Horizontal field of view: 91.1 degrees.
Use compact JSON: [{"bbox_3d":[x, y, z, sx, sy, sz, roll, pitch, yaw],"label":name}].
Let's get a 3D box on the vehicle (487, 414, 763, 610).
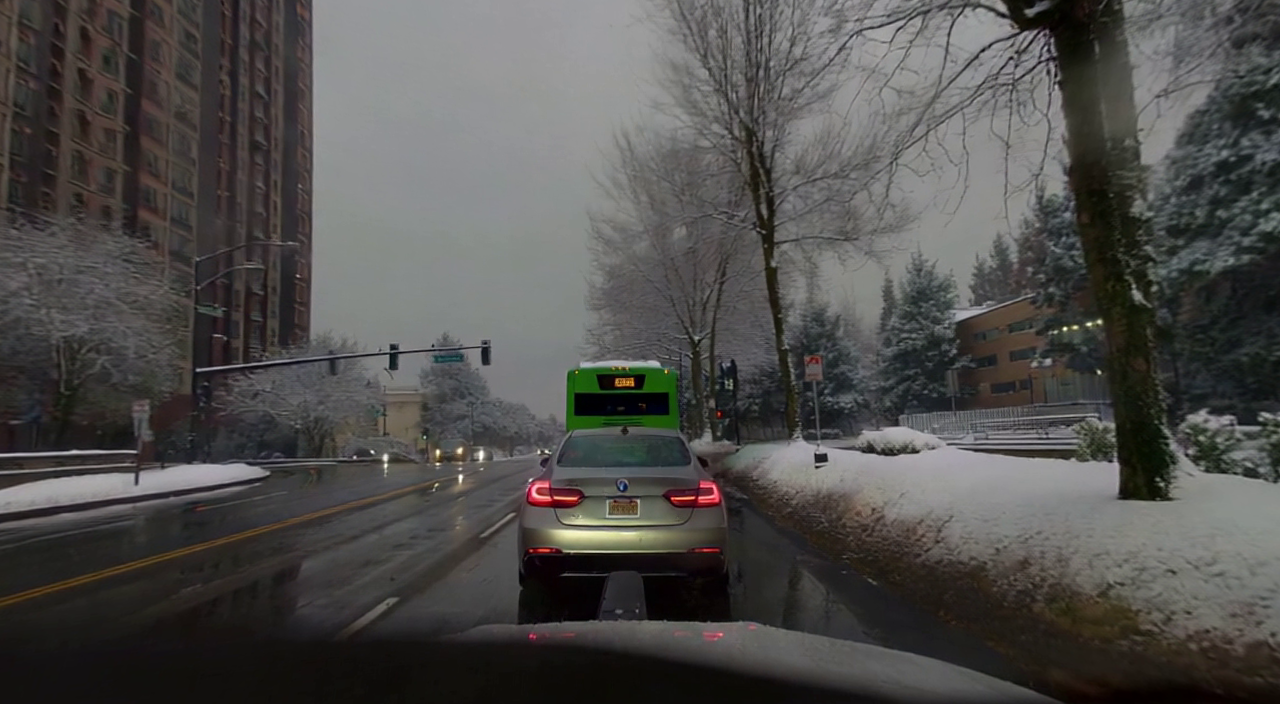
[{"bbox_3d":[-0.154,1.463,6.742,2.064,1.452,3.942,0,-8,-1],"label":"vehicle"}]
